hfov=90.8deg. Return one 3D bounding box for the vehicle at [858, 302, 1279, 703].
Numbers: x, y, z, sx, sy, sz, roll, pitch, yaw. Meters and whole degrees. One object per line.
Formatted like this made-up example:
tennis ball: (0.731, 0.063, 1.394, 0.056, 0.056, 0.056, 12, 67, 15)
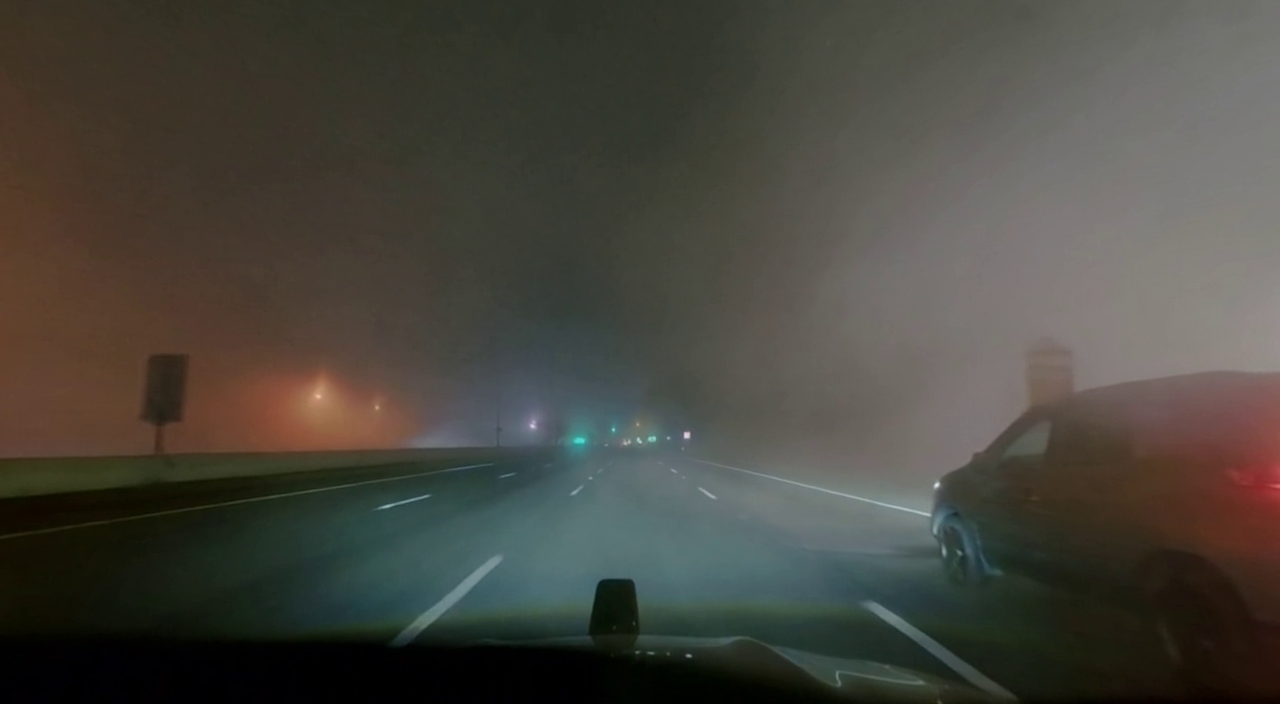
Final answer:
vehicle: (3.536, 0.970, 4.286, 2.212, 1.753, 5.064, 0, -9, -1)
